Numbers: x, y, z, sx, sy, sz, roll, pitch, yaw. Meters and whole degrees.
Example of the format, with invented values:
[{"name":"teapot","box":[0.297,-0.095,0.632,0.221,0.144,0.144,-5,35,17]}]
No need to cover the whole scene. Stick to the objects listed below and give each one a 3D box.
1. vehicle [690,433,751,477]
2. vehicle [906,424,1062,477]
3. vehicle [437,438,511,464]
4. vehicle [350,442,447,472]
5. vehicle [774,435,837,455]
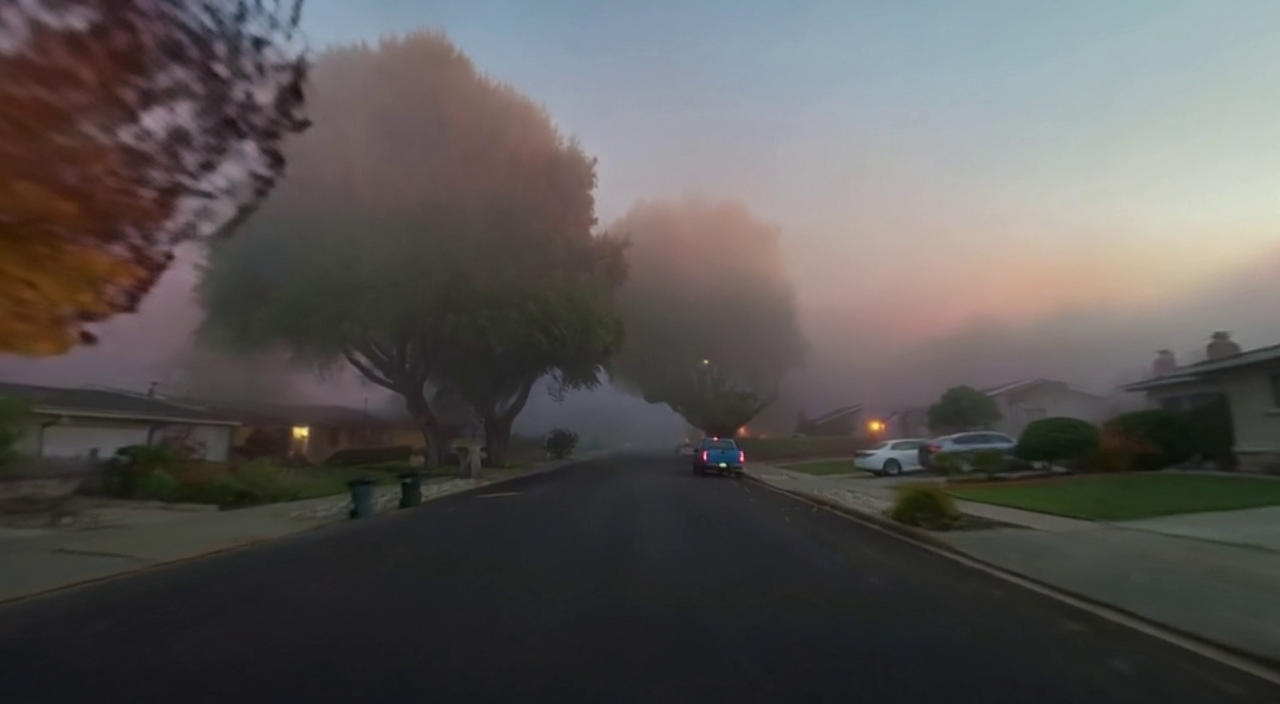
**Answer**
[{"name":"vehicle","box":[3.908,5.135,31.809,2.313,1.962,6.029,0,-8,1]},{"name":"vehicle","box":[11.663,3.351,21.695,4.069,1.680,2.156,0,-7,3]},{"name":"vehicle","box":[-12.220,7.311,46.604,4.807,1.846,2.024,-1,-9,4]},{"name":"vehicle","box":[-12.520,5.468,32.892,4.225,1.498,1.917,0,-8,2]},{"name":"vehicle","box":[12.917,7.307,49.602,4.486,1.579,1.880,-1,-9,5]}]
